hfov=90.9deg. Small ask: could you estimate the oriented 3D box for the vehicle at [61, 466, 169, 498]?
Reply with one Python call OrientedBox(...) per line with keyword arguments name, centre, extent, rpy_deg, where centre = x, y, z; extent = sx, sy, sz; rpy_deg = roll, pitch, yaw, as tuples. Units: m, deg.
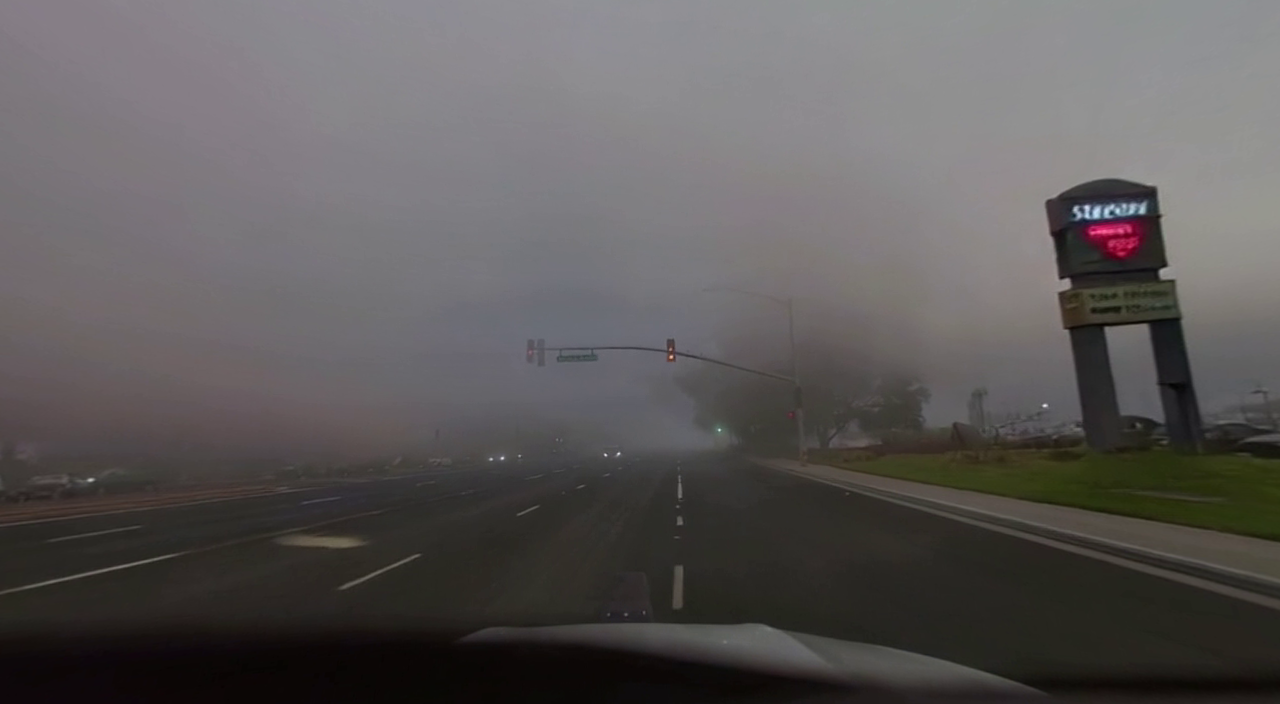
OrientedBox(name="vehicle", centre=(-29.695, 7.331, 35.864), extent=(1.906, 1.486, 4.617), rpy_deg=(-1, -8, 5))
